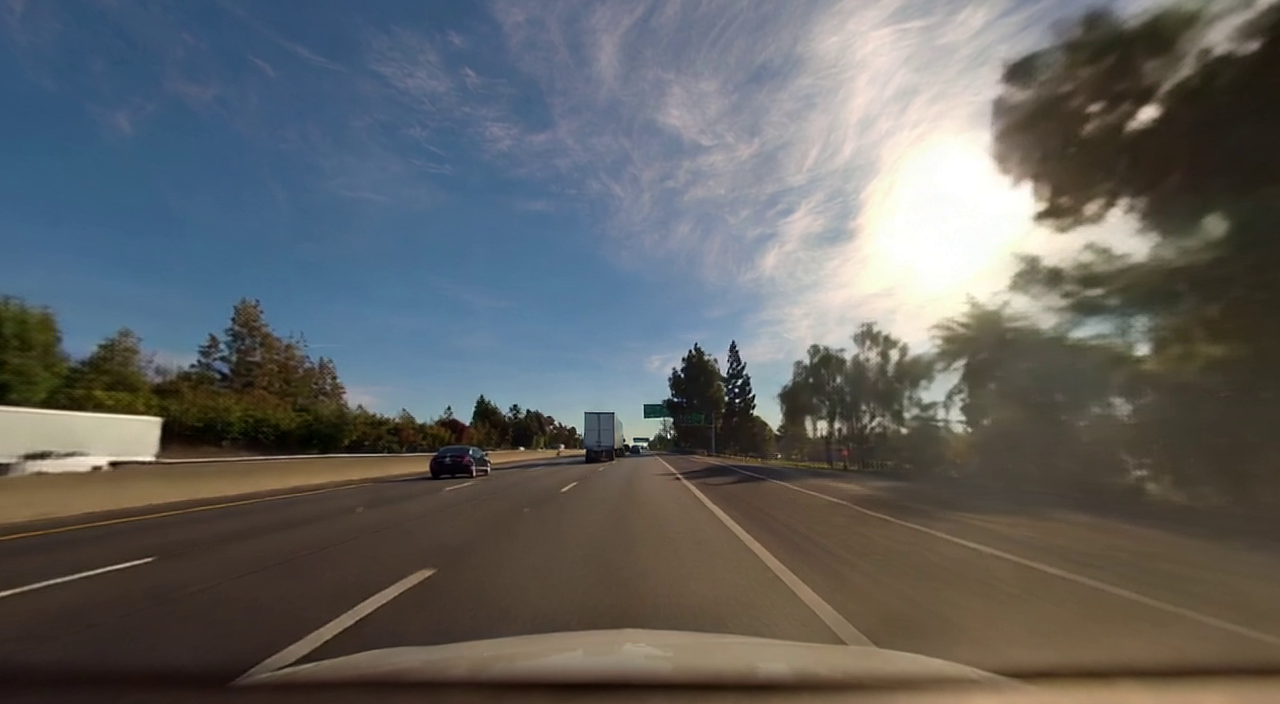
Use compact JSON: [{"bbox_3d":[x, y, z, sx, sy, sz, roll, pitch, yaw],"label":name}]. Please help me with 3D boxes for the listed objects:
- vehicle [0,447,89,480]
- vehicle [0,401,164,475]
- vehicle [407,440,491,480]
[{"bbox_3d":[-32.217,5.852,33.231,1.814,1.504,4.686,0,-8,0],"label":"vehicle"},{"bbox_3d":[-36.565,5.174,37.678,2.874,4.045,16.491,0,-8,1],"label":"vehicle"},{"bbox_3d":[-7.718,4.385,25.895,1.901,1.467,4.629,0,-8,1],"label":"vehicle"}]
